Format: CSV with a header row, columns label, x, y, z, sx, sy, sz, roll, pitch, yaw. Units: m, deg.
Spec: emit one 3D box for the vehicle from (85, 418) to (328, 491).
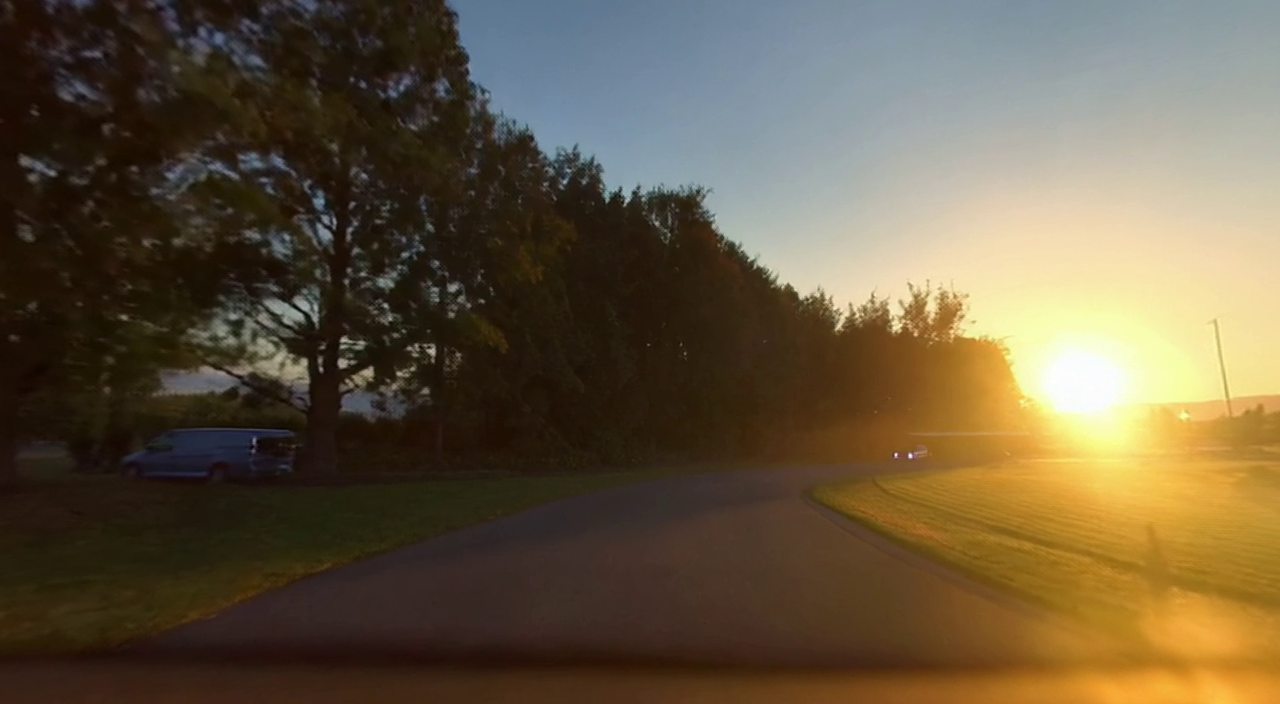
label,x,y,z,sx,sy,sz,roll,pitch,yaw
vehicle,-10.295,2.452,15.122,4.594,1.607,1.873,-1,-9,6
